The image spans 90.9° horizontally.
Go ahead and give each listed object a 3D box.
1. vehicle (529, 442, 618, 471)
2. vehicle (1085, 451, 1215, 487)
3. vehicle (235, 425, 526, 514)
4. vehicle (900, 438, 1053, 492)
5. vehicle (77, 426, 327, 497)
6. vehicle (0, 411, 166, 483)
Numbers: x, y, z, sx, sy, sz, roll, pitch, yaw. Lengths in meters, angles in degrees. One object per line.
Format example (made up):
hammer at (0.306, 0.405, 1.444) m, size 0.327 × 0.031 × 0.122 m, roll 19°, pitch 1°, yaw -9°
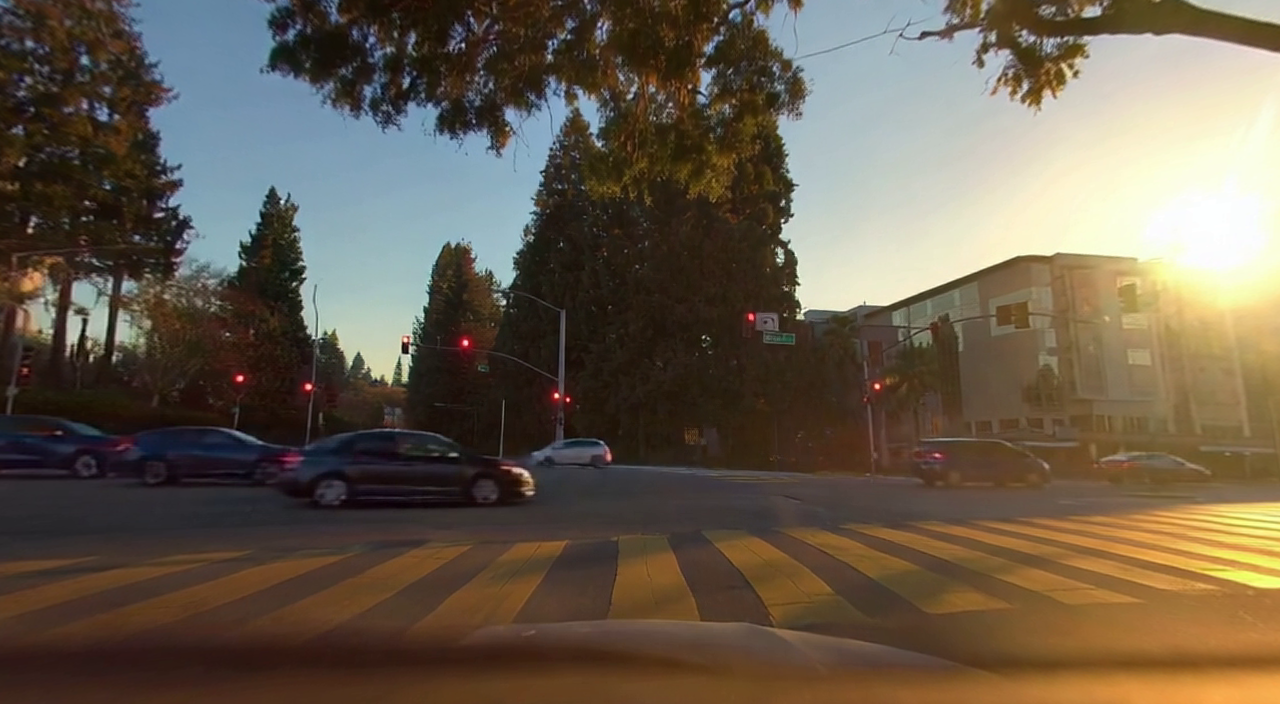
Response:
vehicle at (-3.571, 5.547, 33.777) m, size 4.431 × 1.464 × 1.812 m, roll 3°, pitch -9°, yaw -19°
vehicle at (23.399, 5.340, 28.953) m, size 5.203 × 1.488 × 1.907 m, roll 2°, pitch -9°, yaw -17°
vehicle at (-4.891, 2.264, 12.565) m, size 4.952 × 1.511 × 1.855 m, roll 2°, pitch -9°, yaw -17°
vehicle at (11.673, 3.864, 21.942) m, size 4.626 × 1.710 × 1.891 m, roll 2°, pitch -9°, yaw -17°
vehicle at (-10.145, 2.562, 15.079) m, size 4.475 × 1.496 × 1.861 m, roll 3°, pitch -9°, yaw -18°
vehicle at (-16.023, 2.545, 16.975) m, size 4.708 × 1.810 × 1.986 m, roll 3°, pitch -9°, yaw -19°
